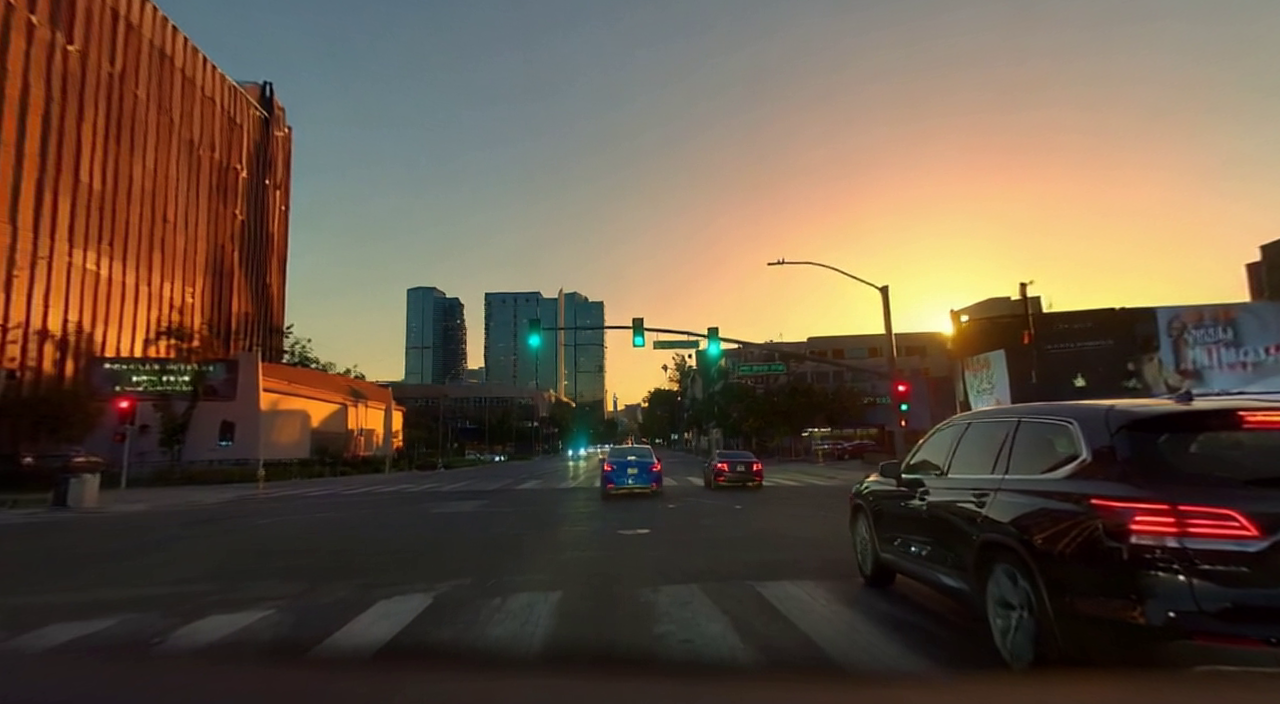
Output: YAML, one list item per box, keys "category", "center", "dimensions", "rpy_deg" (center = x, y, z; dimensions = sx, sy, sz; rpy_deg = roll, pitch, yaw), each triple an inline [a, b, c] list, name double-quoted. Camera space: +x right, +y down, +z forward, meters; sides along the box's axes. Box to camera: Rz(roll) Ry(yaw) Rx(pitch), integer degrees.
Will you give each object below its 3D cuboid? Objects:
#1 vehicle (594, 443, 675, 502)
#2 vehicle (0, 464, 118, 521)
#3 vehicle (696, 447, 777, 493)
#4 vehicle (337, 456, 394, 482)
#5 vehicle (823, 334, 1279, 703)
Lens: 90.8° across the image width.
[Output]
- category: "vehicle"
  center: [-0.180, 3.400, 18.288]
  dimensions: [2.095, 1.502, 3.873]
  rpy_deg: [0, -8, -1]
- category: "vehicle"
  center: [-19.167, 4.329, 19.733]
  dimensions: [1.942, 1.453, 4.448]
  rpy_deg: [-1, -8, 0]
- category: "vehicle"
  center: [3.232, 4.042, 22.060]
  dimensions: [2.009, 1.414, 4.416]
  rpy_deg: [0, -8, -2]
- category: "vehicle"
  center: [-19.160, 8.151, 44.342]
  dimensions: [1.942, 1.628, 4.721]
  rpy_deg: [0, -9, -1]
- category: "vehicle"
  center: [3.001, 1.132, 4.435]
  dimensions: [2.047, 1.785, 4.357]
  rpy_deg: [0, -8, -1]
